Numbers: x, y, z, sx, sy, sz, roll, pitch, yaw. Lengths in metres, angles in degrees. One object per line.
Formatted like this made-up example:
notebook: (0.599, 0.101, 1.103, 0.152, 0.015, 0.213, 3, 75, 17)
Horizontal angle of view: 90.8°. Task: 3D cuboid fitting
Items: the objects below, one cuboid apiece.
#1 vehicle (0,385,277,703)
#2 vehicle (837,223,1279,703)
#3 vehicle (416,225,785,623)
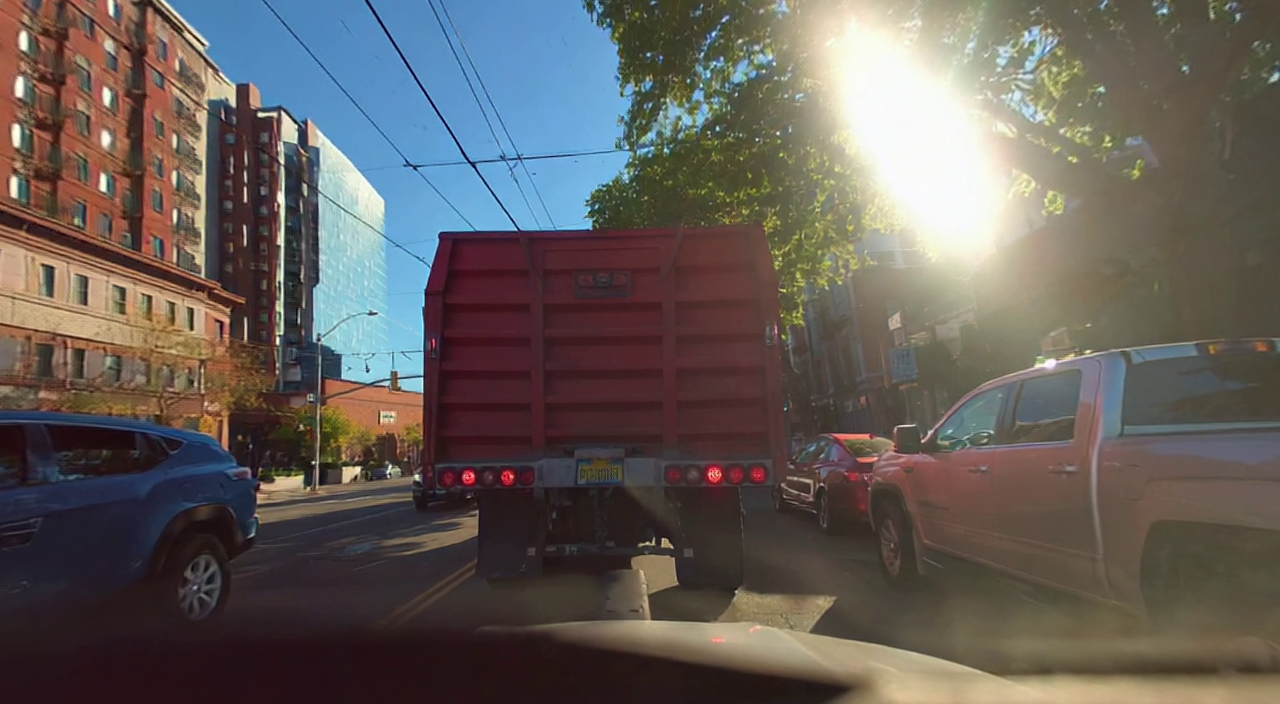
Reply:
vehicle: (-4.115, 1.000, 3.059, 1.988, 1.657, 4.492, 0, -8, 0)
vehicle: (3.238, 0.846, 3.880, 2.242, 1.979, 5.722, 0, -8, 1)
vehicle: (-0.219, 1.121, 9.226, 2.878, 3.204, 8.244, 0, -8, 1)
